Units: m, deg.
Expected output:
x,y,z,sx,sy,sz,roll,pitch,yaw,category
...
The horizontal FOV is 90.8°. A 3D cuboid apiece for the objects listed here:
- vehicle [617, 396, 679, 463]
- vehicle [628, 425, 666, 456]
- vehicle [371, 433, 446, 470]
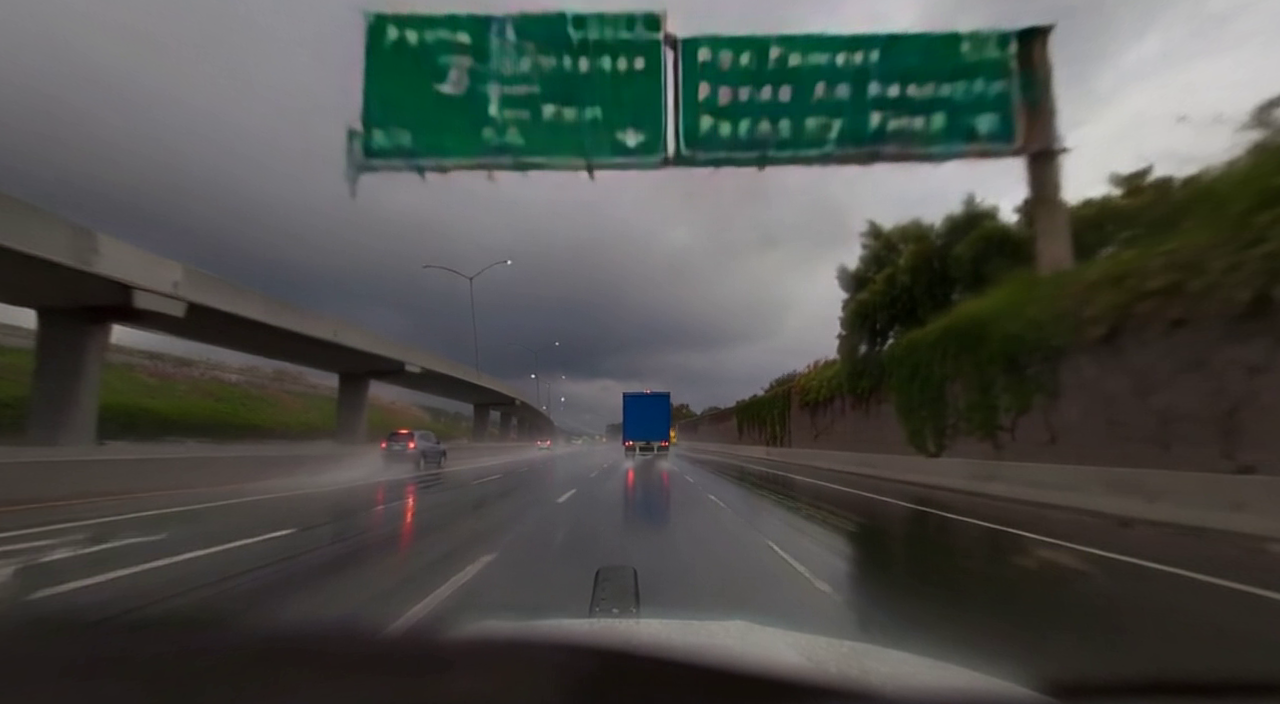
x,y,z,sx,sy,sz,roll,pitch,yaw,category
0.238,5.052,40.192,3.233,3.678,11.032,0,-8,-3,vehicle
0.345,5.186,36.971,2.052,1.666,4.358,0,-8,-1,vehicle
-10.761,4.661,29.699,1.919,1.625,4.183,0,-8,0,vehicle
